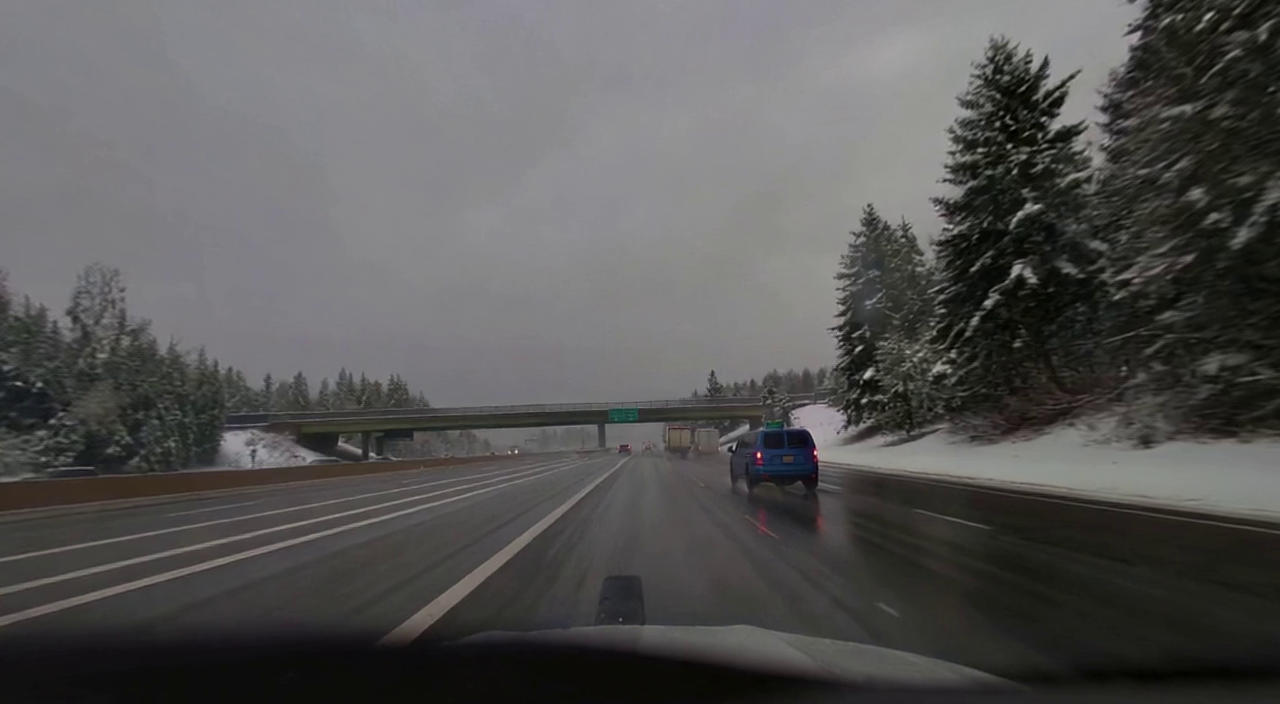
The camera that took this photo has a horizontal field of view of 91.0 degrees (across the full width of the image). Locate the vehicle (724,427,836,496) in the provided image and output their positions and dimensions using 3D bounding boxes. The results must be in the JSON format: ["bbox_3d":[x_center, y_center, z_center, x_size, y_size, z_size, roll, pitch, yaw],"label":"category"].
[{"bbox_3d":[3.809,3.079,18.042,2.148,1.691,4.443,0,-8,-1],"label":"vehicle"}]
